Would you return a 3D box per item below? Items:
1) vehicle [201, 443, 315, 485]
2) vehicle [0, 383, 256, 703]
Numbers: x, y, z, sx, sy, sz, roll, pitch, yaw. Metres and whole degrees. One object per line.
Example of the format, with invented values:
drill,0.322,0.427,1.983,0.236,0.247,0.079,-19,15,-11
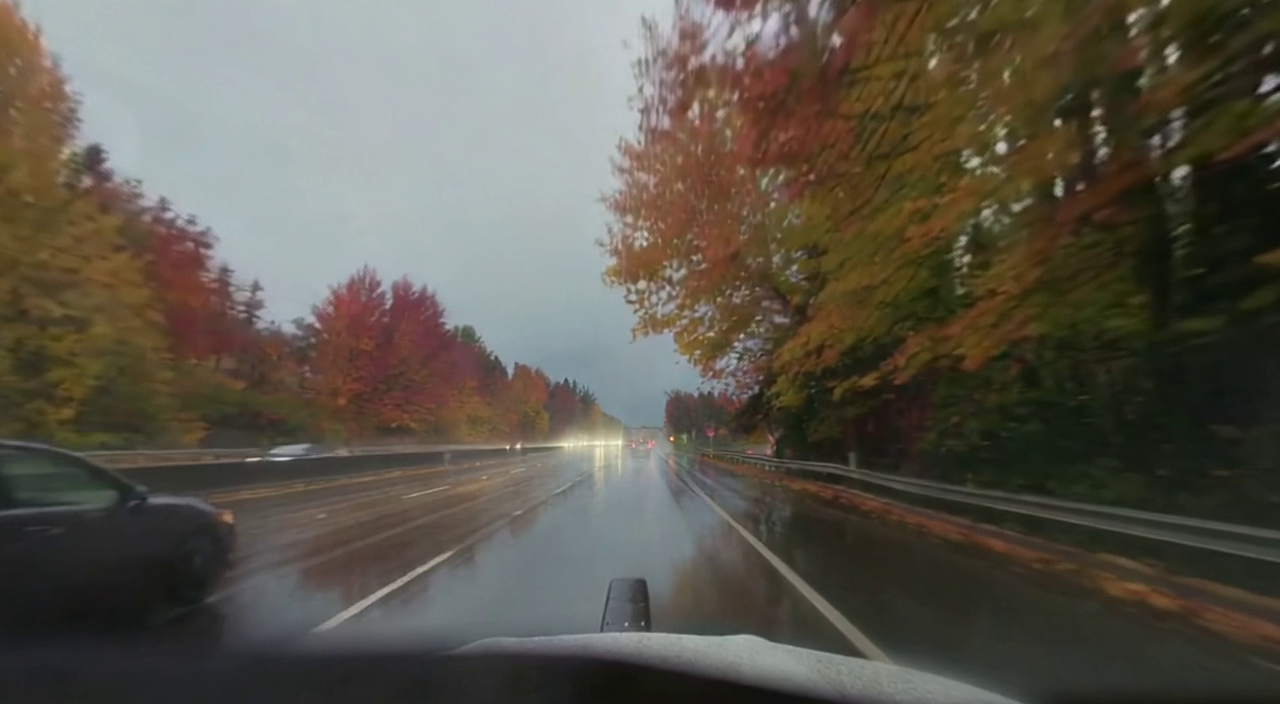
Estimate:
vehicle,-15.369,4.493,25.622,1.927,1.519,4.301,0,-8,0
vehicle,-4.273,0.945,2.876,2.123,1.643,4.479,0,-8,1
